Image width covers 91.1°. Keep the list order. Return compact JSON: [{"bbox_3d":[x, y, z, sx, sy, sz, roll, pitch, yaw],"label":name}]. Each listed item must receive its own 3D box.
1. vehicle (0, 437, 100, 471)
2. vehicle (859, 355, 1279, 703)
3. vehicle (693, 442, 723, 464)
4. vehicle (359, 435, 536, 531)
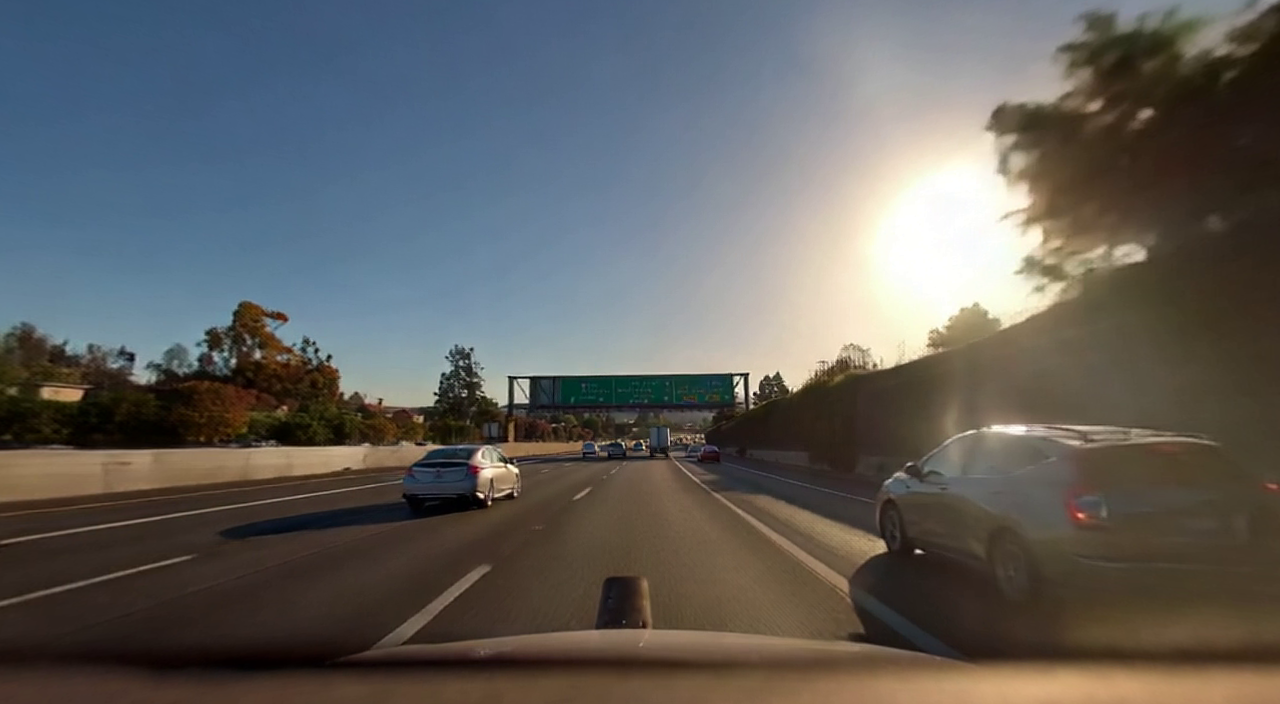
[{"bbox_3d":[-27.935,4.724,29.251,1.960,1.438,3.957,0,-9,2],"label":"vehicle"},{"bbox_3d":[3.703,1.208,5.172,2.108,1.709,4.703,0,-9,1],"label":"vehicle"},{"bbox_3d":[5.239,7.833,48.885,2.046,1.655,4.143,0,-9,2],"label":"vehicle"},{"bbox_3d":[-3.369,2.368,11.970,1.947,1.479,4.114,0,-9,2],"label":"vehicle"}]
